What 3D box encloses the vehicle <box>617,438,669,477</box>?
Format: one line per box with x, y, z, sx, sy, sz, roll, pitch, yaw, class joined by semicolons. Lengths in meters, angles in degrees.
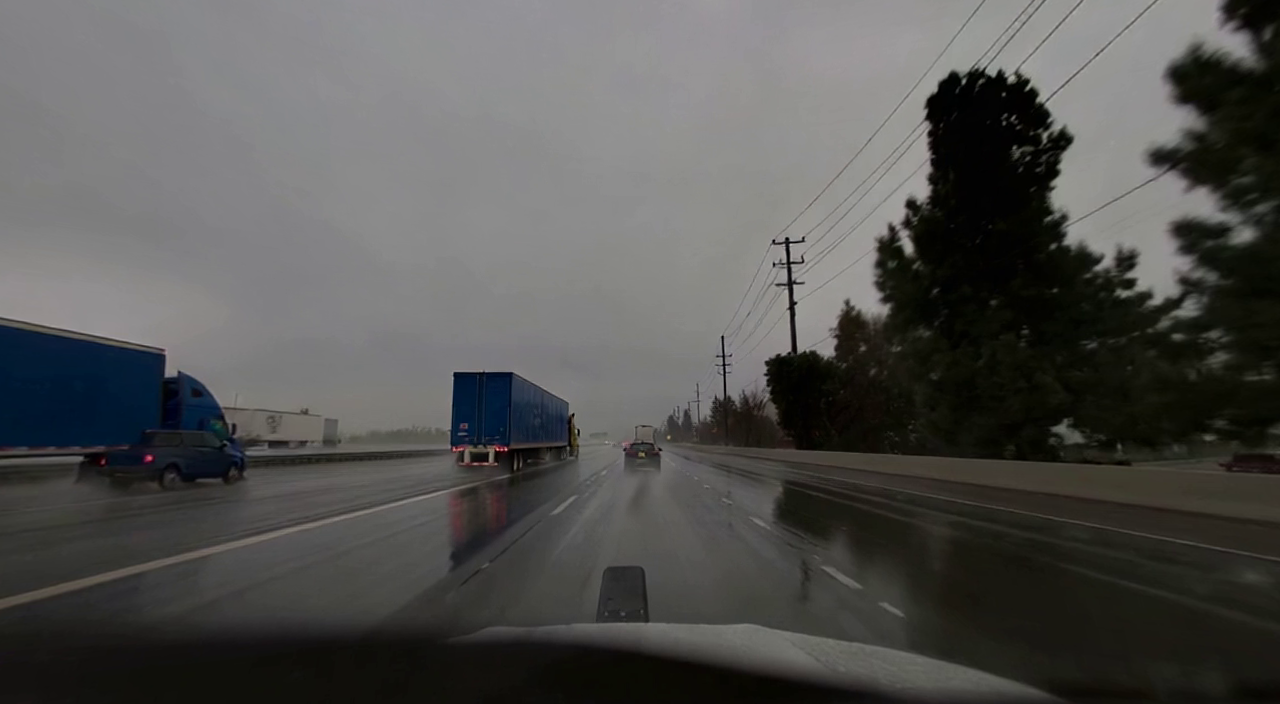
0.087;4.499;27.164;2.055;1.514;4.323;0;-8;0;vehicle

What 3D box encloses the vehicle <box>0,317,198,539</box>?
-10.607;0.959;8.097;2.896;3.140;9.491;0;-8;0;vehicle

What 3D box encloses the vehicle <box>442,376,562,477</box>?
-6.516;4.132;33.198;2.907;4.081;15.311;0;-8;0;vehicle
